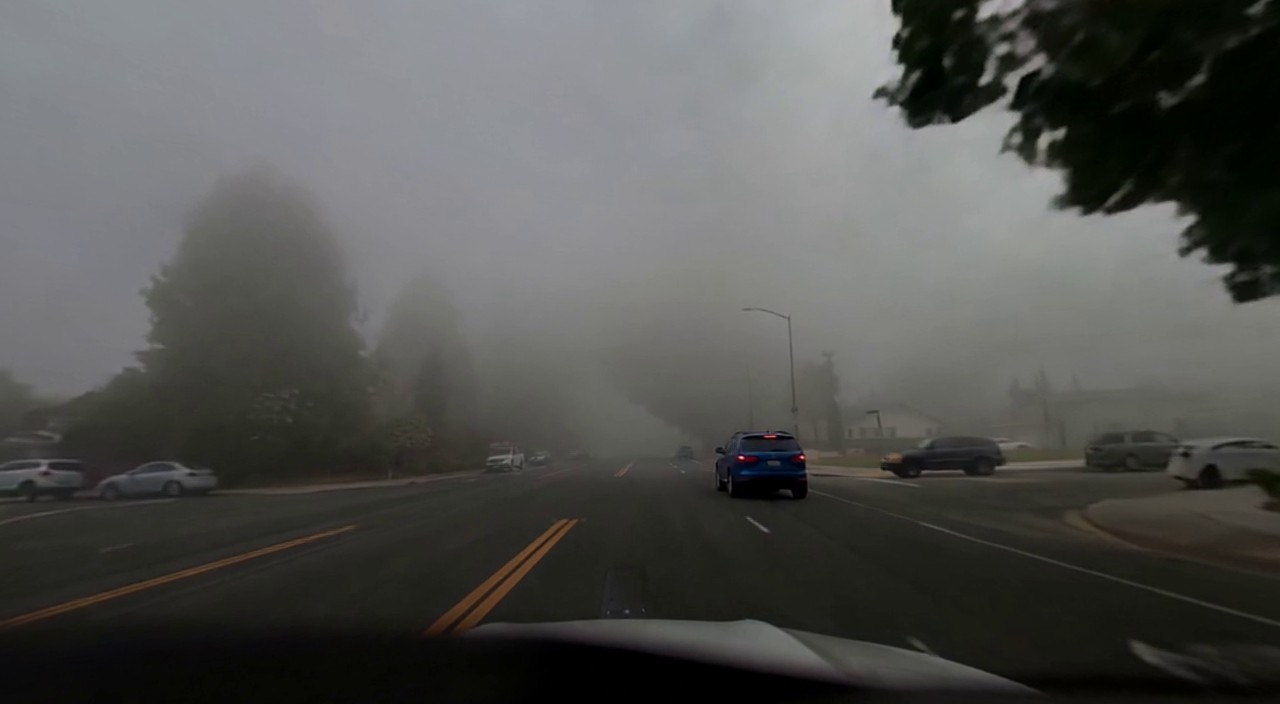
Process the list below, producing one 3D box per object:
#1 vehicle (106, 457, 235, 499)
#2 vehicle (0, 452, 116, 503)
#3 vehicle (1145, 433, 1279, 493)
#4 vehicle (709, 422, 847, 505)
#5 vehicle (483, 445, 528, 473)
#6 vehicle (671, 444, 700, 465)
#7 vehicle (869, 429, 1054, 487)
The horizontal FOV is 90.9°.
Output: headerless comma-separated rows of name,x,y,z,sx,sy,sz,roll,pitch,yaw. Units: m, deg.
vehicle,-20.135,5.410,27.167,3.986,1.665,1.888,0,-8,1
vehicle,-26.359,5.346,27.029,5.604,2.035,2.291,0,-9,0
vehicle,16.440,3.025,17.342,3.467,1.520,1.801,0,-8,1
vehicle,3.482,2.990,17.417,2.497,1.889,5.833,0,-8,0
vehicle,-10.243,8.178,48.478,2.261,1.851,5.724,-3,-8,-1
vehicle,3.325,7.599,46.920,1.956,1.492,4.425,-1,-8,2
vehicle,11.600,3.847,23.005,5.539,1.729,2.145,-2,-8,-3
